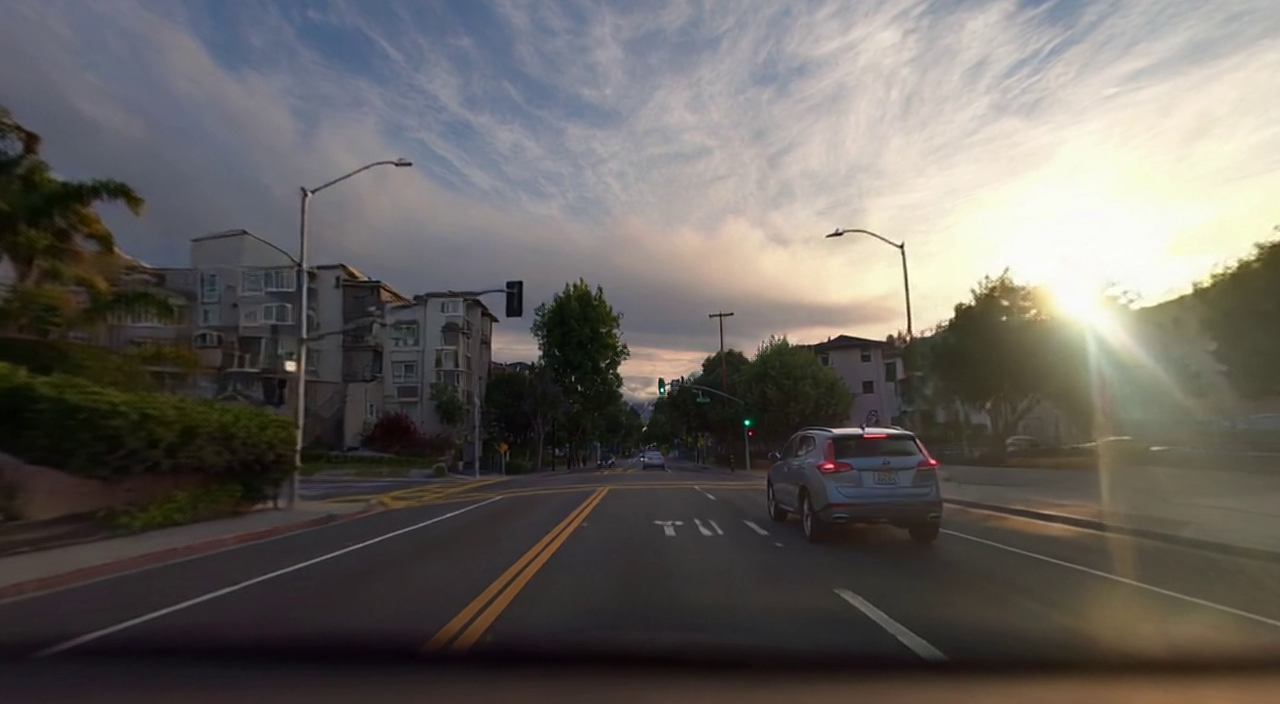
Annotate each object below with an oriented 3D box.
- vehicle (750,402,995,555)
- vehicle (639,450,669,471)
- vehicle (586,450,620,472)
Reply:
[{"bbox_3d":[3.295,1.928,10.250,2.130,1.863,4.844,0,-9,0],"label":"vehicle"},{"bbox_3d":[1.015,7.938,46.308,2.097,1.463,4.043,0,-9,0],"label":"vehicle"},{"bbox_3d":[-2.658,8.020,46.391,2.170,1.513,4.270,0,-9,1],"label":"vehicle"}]
